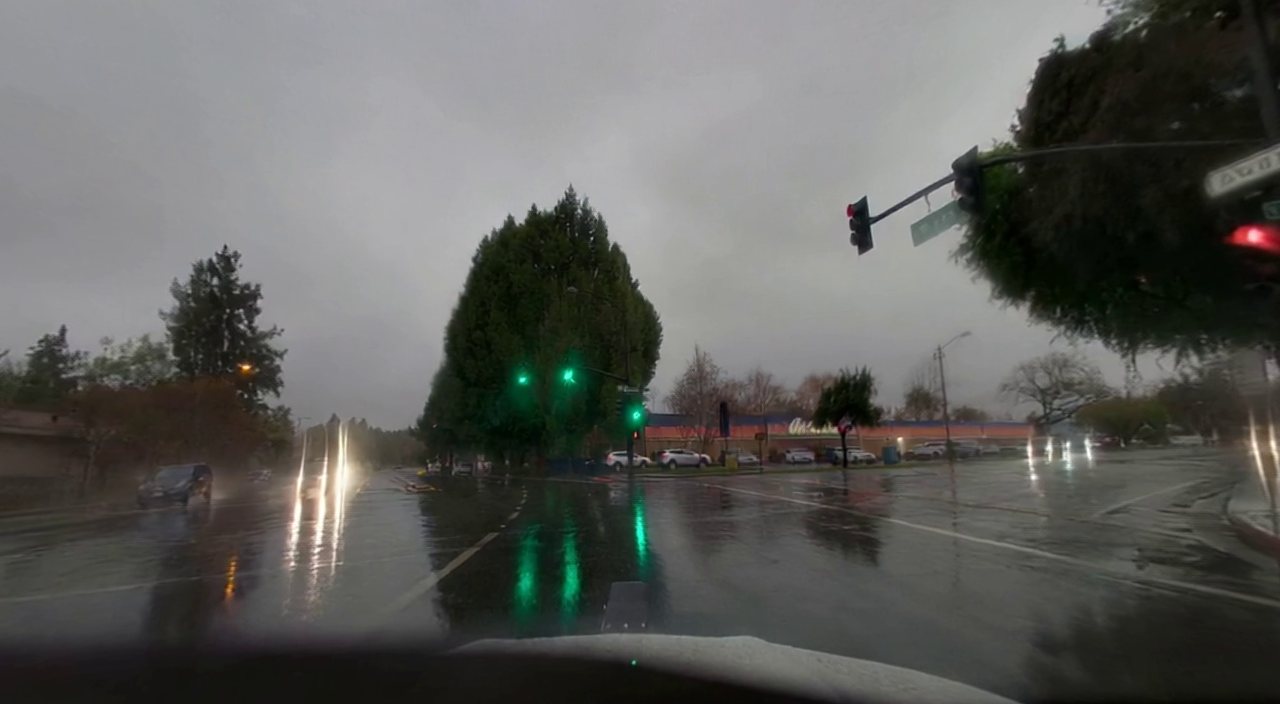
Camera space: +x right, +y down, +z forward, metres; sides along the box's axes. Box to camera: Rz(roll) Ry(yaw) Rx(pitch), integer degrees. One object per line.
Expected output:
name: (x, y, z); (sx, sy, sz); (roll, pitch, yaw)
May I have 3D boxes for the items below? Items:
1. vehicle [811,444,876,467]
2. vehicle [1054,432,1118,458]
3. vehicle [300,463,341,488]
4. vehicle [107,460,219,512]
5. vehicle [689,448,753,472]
vehicle: (15.381, 7.797, 47.639); (4.530, 1.696, 1.979); (4, -10, -26)
vehicle: (32.987, 6.868, 46.550); (4.781, 1.849, 2.355); (6, -11, -36)
vehicle: (-22.273, 8.601, 44.134); (1.961, 1.492, 4.702); (3, -9, -20)
vehicle: (-19.527, 5.435, 26.104); (2.124, 1.793, 4.709); (3, -9, -17)
vehicle: (6.130, 8.155, 47.877); (4.375, 1.685, 2.045); (4, -9, -24)
